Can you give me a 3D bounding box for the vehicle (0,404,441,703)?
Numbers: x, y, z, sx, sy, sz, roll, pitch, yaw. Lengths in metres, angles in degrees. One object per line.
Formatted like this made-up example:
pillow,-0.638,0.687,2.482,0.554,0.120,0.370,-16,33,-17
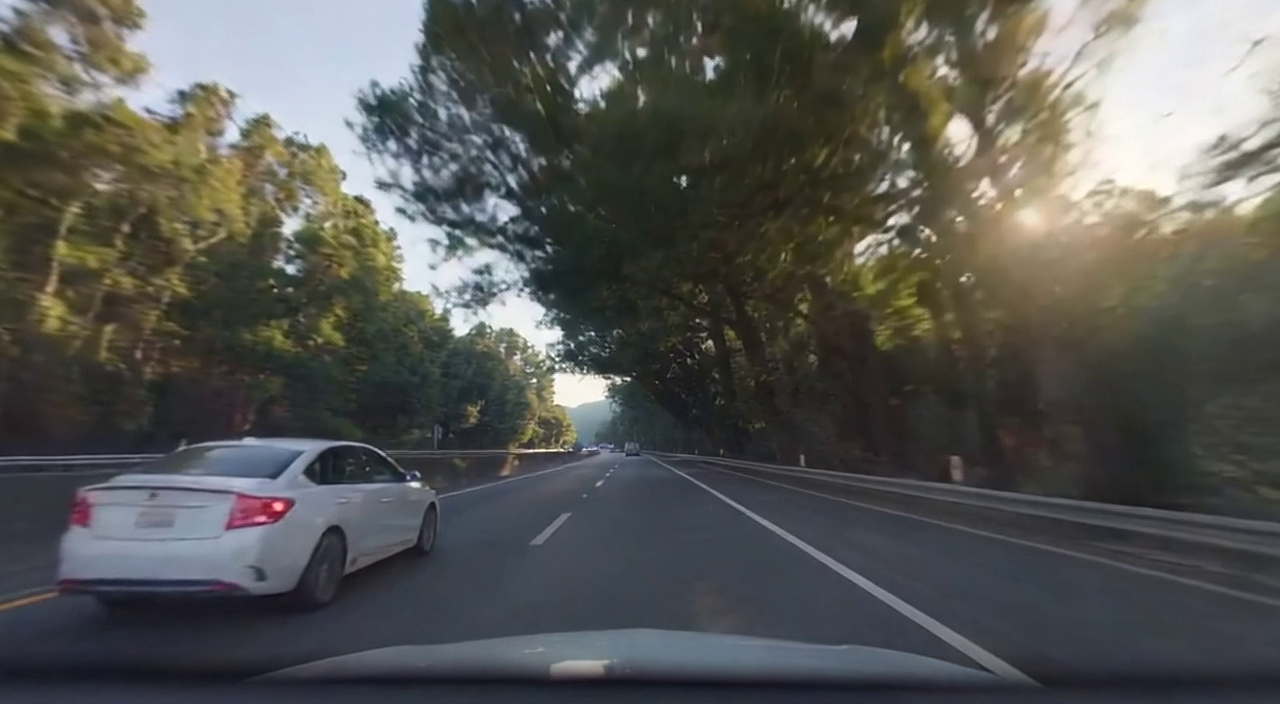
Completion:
vehicle,-3.318,1.338,5.061,1.977,1.520,4.361,0,-9,0
